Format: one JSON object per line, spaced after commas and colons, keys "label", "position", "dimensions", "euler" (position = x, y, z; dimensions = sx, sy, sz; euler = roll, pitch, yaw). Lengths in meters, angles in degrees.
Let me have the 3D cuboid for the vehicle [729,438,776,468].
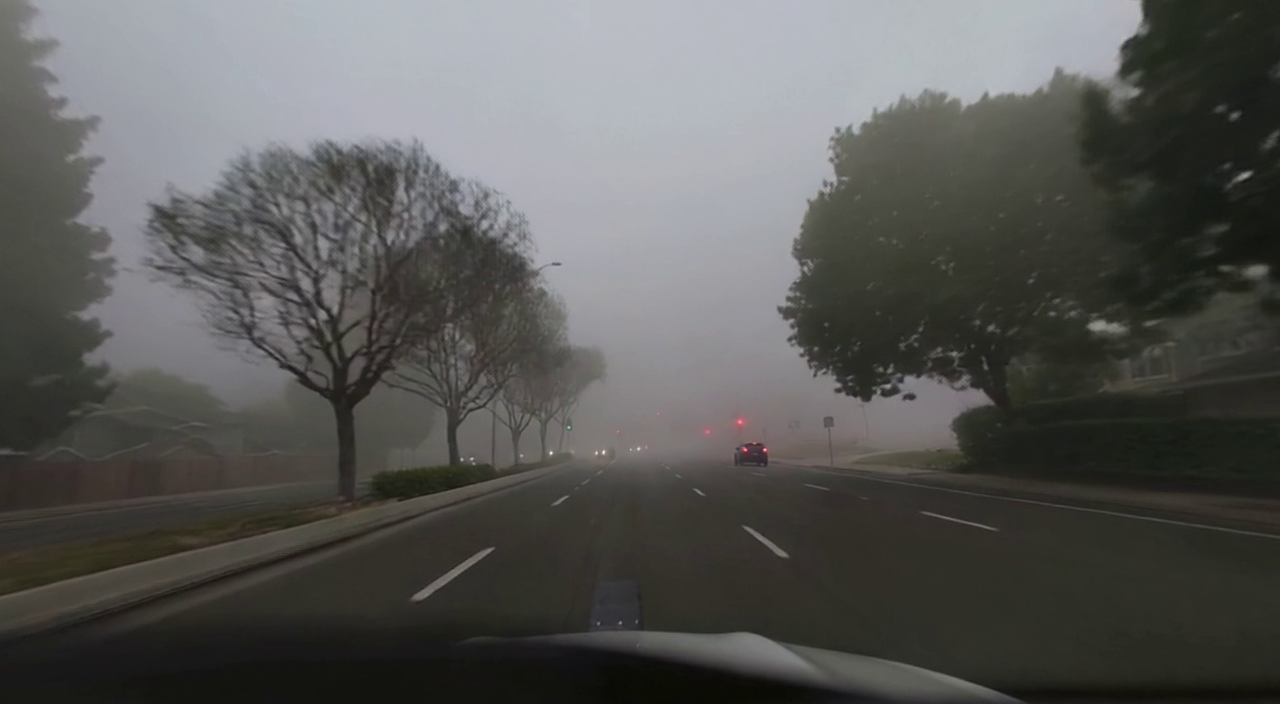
{"label": "vehicle", "position": [6.822, 6.230, 38.906], "dimensions": [2.011, 1.710, 4.357], "euler": [0, -9, -1]}
